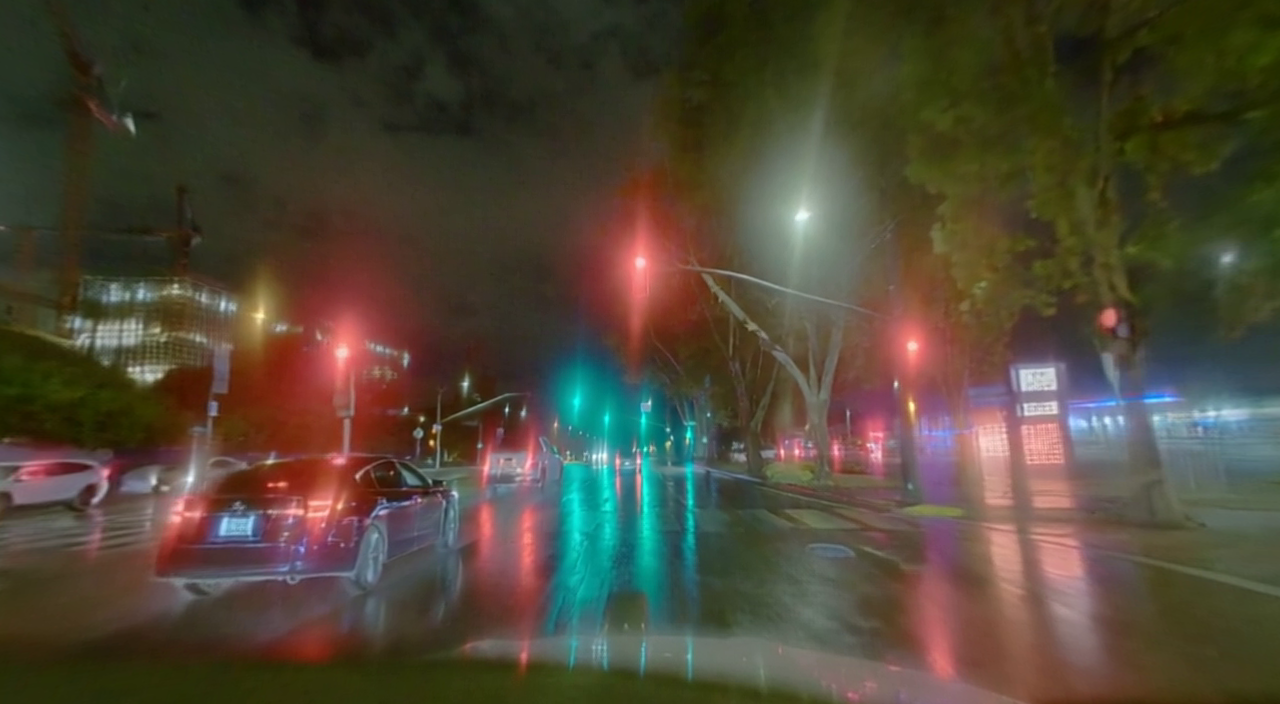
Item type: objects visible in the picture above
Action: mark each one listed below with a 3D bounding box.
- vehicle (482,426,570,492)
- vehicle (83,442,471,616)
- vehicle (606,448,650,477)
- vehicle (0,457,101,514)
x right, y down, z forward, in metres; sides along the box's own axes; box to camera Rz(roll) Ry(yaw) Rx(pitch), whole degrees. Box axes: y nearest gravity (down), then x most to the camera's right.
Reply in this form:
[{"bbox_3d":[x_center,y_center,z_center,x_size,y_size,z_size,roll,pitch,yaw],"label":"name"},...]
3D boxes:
[{"bbox_3d":[-3.881,3.755,22.360,2.240,2.054,4.662,0,-9,0],"label":"vehicle"},{"bbox_3d":[-3.615,1.808,7.527,1.959,1.406,4.527,0,-8,0],"label":"vehicle"},{"bbox_3d":[-0.637,5.848,33.724,2.171,1.422,4.146,0,-9,-1],"label":"vehicle"},{"bbox_3d":[-19.326,4.087,19.367,1.867,1.543,4.064,-2,-9,0],"label":"vehicle"}]
